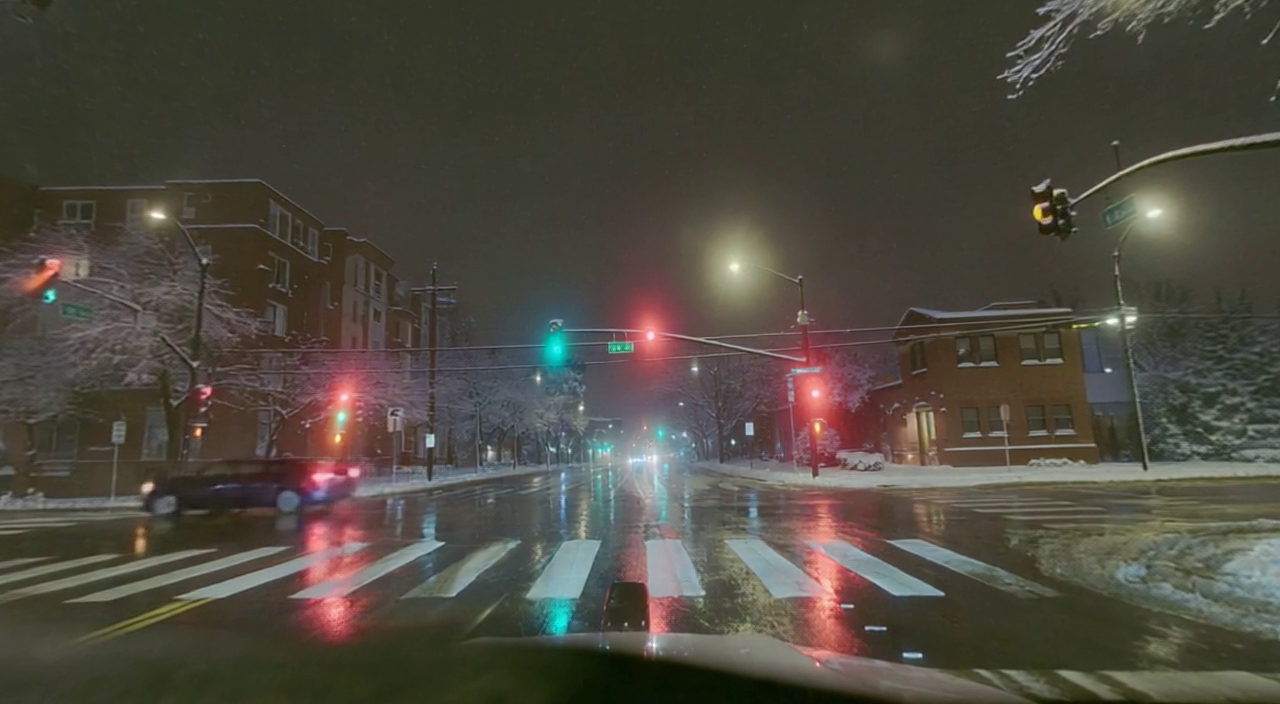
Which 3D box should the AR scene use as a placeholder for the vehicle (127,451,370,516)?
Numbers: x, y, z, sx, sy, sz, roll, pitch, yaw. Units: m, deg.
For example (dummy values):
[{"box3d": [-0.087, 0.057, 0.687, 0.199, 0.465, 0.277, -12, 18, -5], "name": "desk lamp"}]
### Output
[{"box3d": [-9.699, 3.271, 15.925, 4.847, 1.484, 1.926, 0, -8, 1], "name": "vehicle"}]
